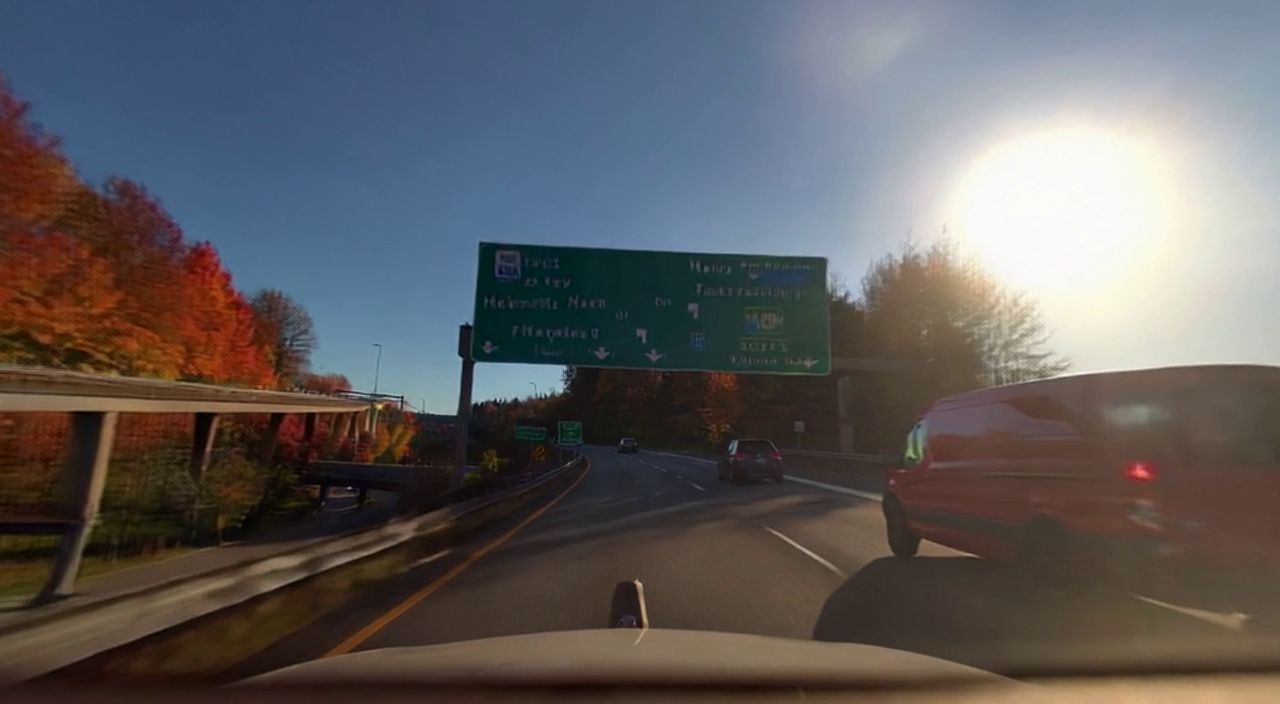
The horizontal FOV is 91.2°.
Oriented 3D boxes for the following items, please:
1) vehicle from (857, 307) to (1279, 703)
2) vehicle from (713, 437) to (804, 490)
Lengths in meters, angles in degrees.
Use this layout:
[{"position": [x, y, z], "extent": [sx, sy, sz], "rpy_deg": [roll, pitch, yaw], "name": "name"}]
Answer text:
[{"position": [3.922, 1.118, 5.278], "extent": [2.205, 1.923, 4.956], "rpy_deg": [0, -9, -2], "name": "vehicle"}, {"position": [3.721, 3.597, 20.473], "extent": [1.952, 1.536, 4.036], "rpy_deg": [0, -9, -3], "name": "vehicle"}]
